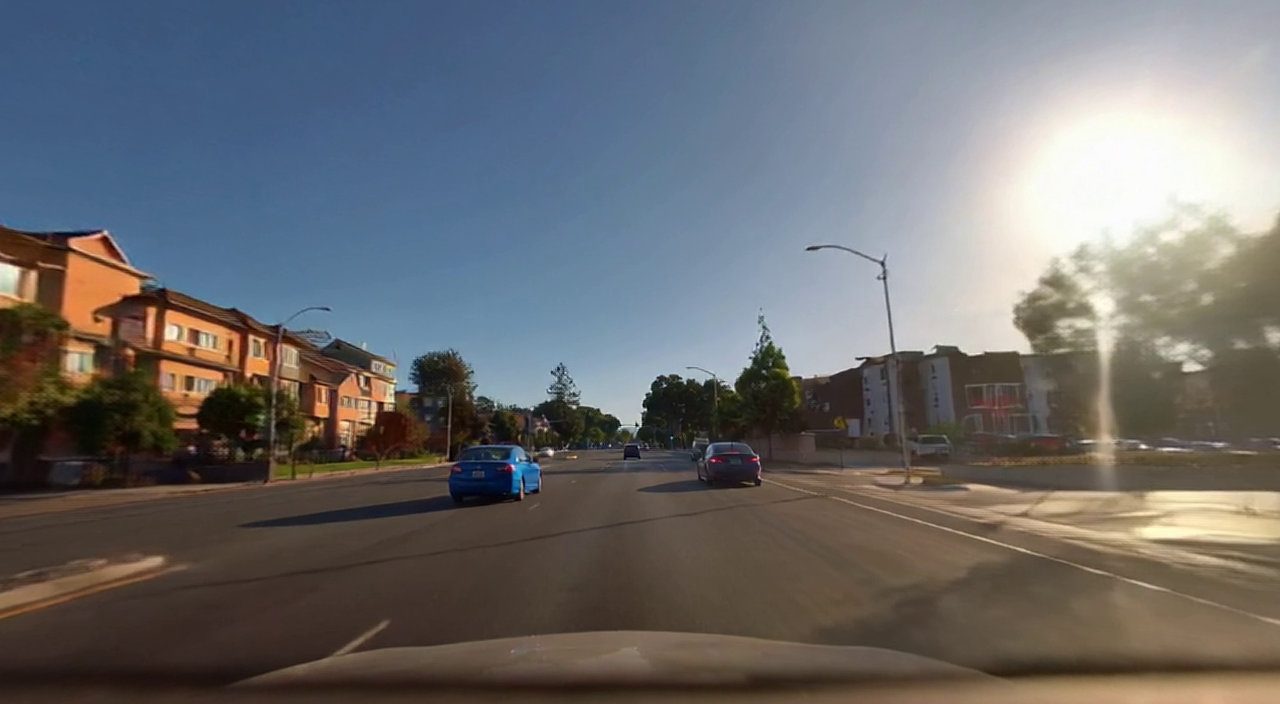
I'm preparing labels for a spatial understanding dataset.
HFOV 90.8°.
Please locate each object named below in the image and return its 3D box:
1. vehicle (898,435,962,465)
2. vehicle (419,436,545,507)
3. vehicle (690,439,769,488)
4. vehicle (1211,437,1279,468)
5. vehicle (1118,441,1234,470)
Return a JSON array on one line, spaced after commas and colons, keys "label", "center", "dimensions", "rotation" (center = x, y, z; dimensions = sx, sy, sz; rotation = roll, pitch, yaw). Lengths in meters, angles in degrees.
[{"label": "vehicle", "center": [19.455, 6.594, 42.621], "dimensions": [1.961, 1.861, 4.757], "rotation": [0, -8, -1]}, {"label": "vehicle", "center": [-3.749, 2.914, 15.825], "dimensions": [2.062, 1.527, 4.044], "rotation": [0, -8, 0]}, {"label": "vehicle", "center": [2.927, 3.752, 21.624], "dimensions": [1.978, 1.471, 4.426], "rotation": [0, -8, -1]}, {"label": "vehicle", "center": [33.992, 5.406, 34.009], "dimensions": [4.516, 1.579, 1.908], "rotation": [0, -8, 1]}, {"label": "vehicle", "center": [28.774, 5.564, 34.003], "dimensions": [4.560, 1.475, 1.914], "rotation": [0, -8, -2]}]
